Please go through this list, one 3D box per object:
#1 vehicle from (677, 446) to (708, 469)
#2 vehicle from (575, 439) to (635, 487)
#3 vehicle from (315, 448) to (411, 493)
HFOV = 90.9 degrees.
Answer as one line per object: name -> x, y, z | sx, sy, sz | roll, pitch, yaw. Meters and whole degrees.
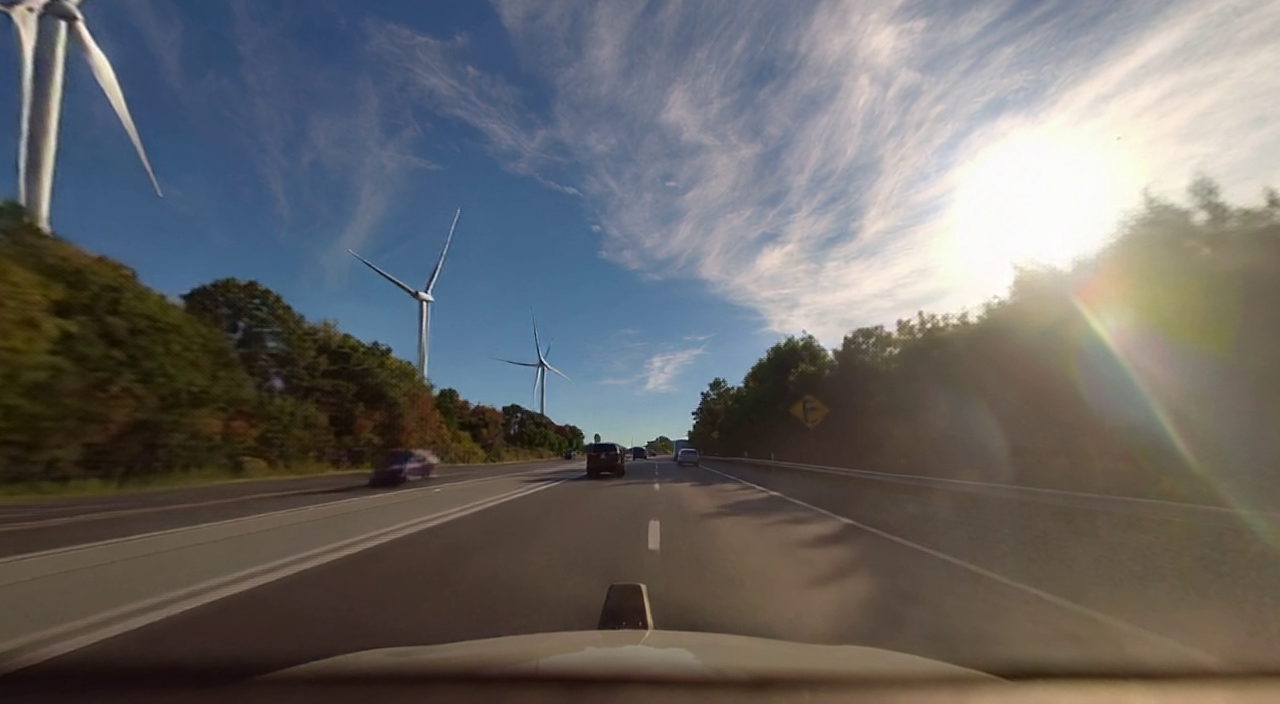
vehicle -> 4.048, 8.269, 49.413 | 2.040, 1.721, 4.507 | 0, -9, 1
vehicle -> -1.288, 4.385, 25.047 | 2.038, 1.723, 4.150 | 0, -9, 1
vehicle -> -11.191, 4.799, 25.819 | 1.984, 1.657, 4.126 | 0, -9, 1
